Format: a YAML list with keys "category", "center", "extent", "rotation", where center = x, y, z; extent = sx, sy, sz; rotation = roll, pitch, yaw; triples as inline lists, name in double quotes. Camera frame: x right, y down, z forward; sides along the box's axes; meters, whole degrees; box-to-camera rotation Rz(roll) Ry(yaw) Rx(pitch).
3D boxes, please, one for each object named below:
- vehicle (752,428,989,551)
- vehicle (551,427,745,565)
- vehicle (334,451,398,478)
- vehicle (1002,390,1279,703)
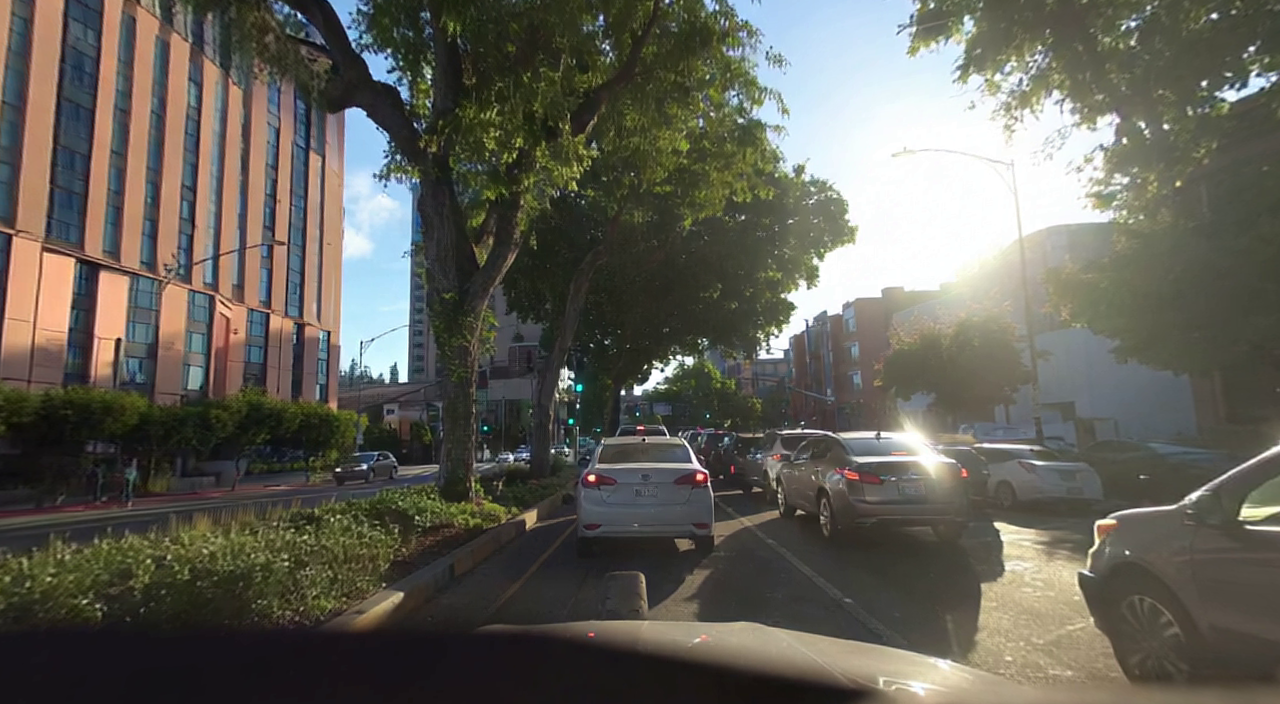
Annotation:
- category: "vehicle"
  center: [3.238, 2.025, 10.075]
  extent: [1.995, 1.483, 4.533]
  rotation: [0, -8, -1]
- category: "vehicle"
  center: [0.047, 1.869, 8.987]
  extent: [2.105, 1.474, 4.127]
  rotation: [0, -8, -1]
- category: "vehicle"
  center: [-16.287, 6.704, 37.772]
  extent: [1.848, 1.447, 4.501]
  rotation: [0, -8, -1]
- category: "vehicle"
  center: [3.216, 0.777, 1.484]
  extent: [1.982, 1.491, 4.664]
  rotation: [0, -8, 0]
